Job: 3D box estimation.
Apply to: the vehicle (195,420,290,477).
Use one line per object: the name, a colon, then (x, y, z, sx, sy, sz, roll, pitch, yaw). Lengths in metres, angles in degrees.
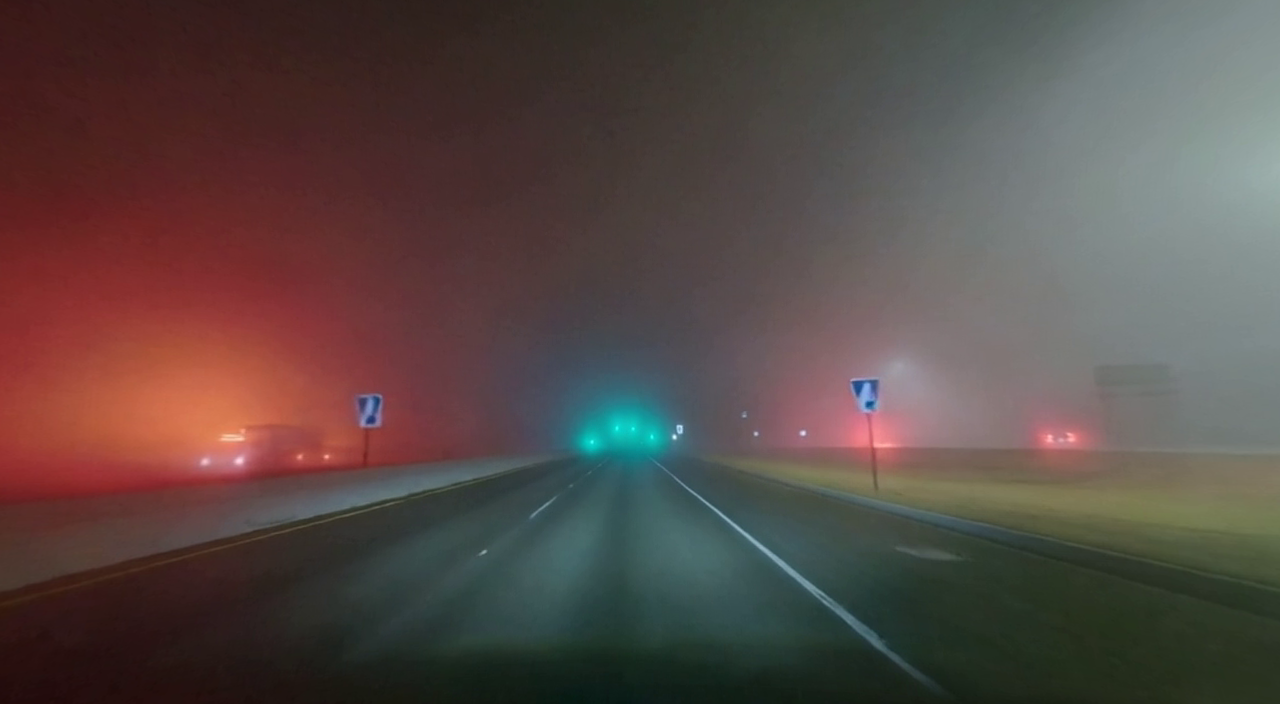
vehicle: (-29.417, 7.149, 46.893, 3.028, 3.909, 5.951, -1, -8, 0)
